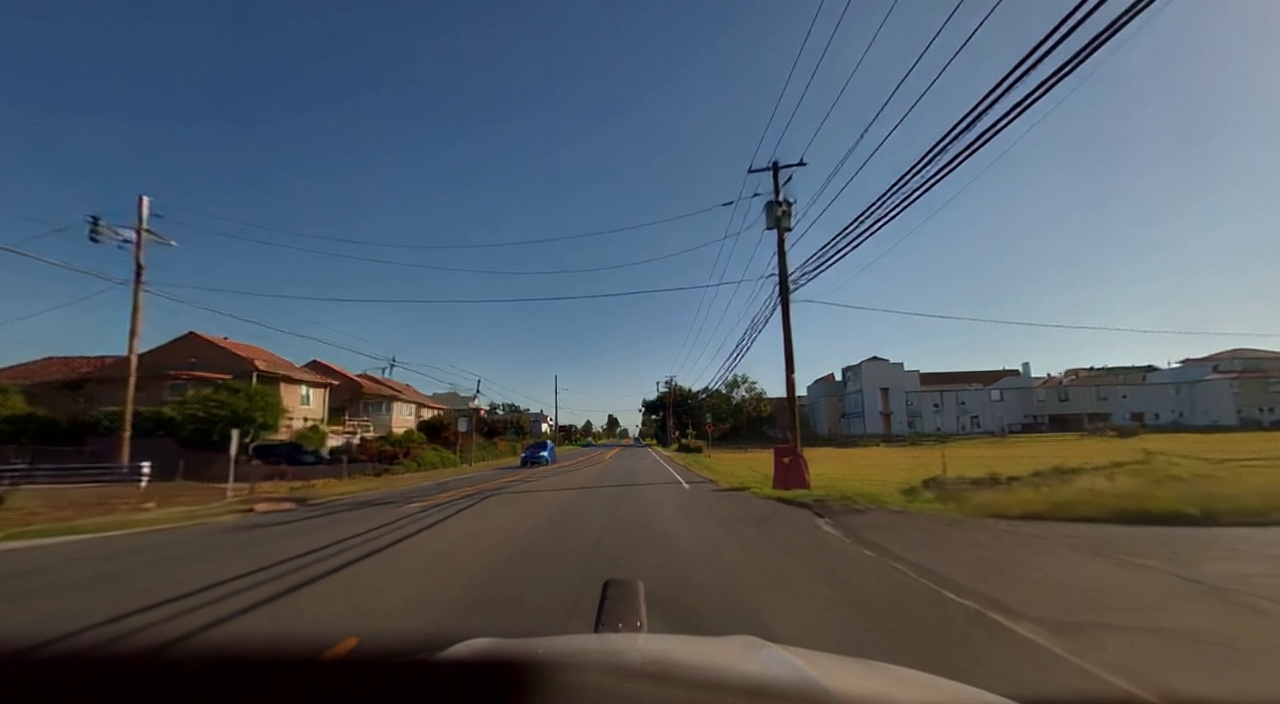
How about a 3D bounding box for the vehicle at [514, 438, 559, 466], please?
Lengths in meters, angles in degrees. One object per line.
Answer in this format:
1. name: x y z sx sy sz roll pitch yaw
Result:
1. vehicle: -6.616 6.454 40.940 2.113 1.710 4.438 0 -8 1
